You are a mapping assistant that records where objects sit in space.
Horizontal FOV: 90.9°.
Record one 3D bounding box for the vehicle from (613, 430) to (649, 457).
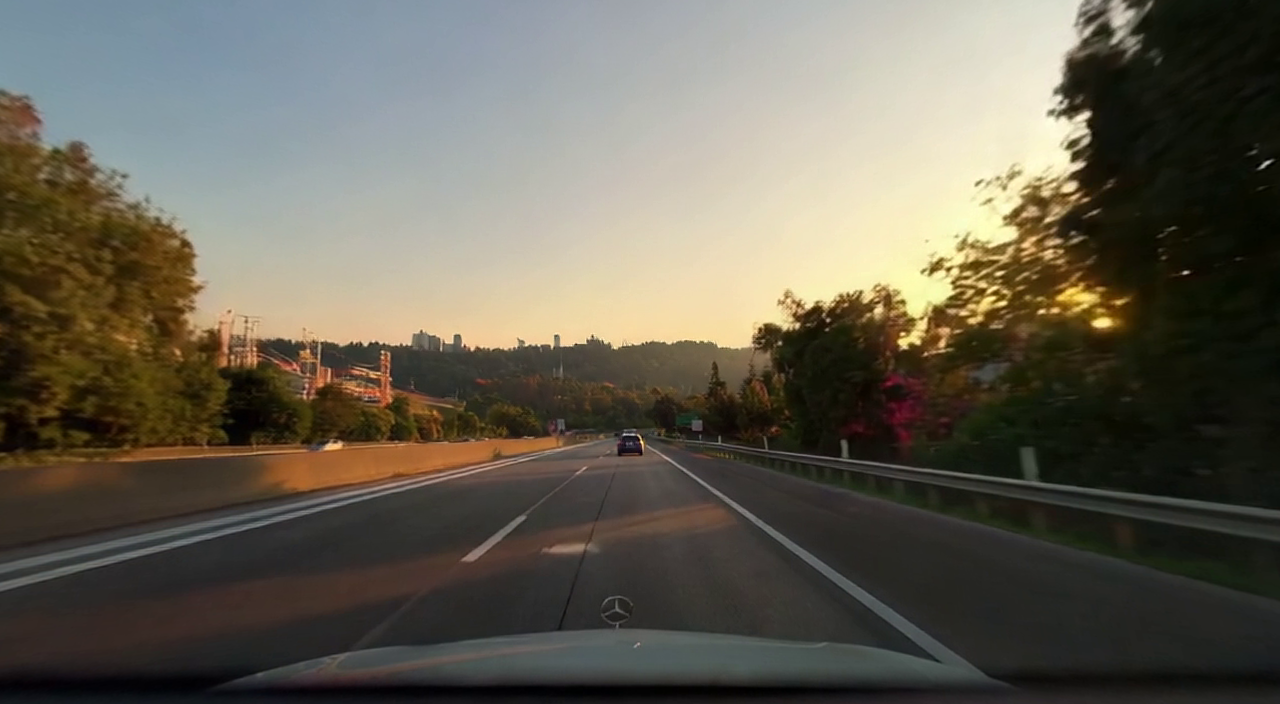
[{"bbox_3d":[-0.587,5.737,39.634,2.151,1.618,3.898,0,-8,-2],"label":"vehicle"}]
